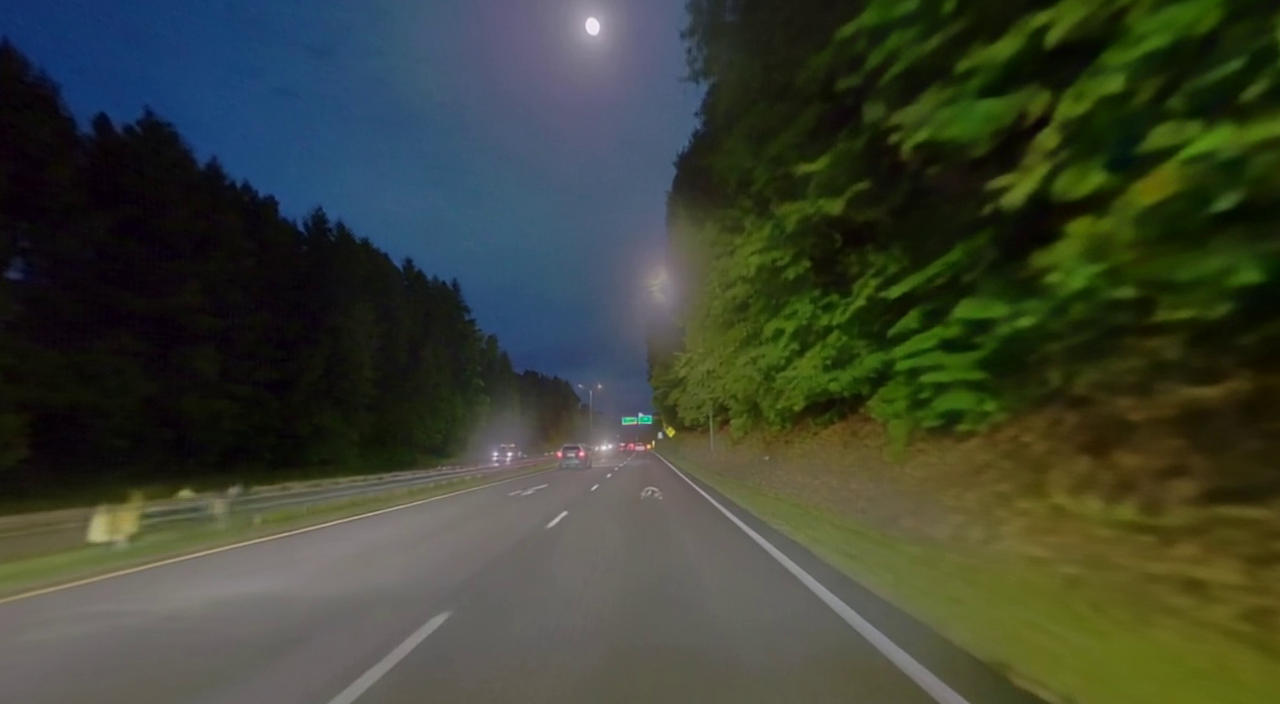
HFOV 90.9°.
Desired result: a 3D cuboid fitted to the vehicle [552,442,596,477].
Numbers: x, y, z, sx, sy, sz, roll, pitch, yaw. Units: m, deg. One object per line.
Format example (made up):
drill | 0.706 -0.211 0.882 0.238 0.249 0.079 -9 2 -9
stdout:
vehicle | -3.122 5.146 30.288 1.675 1.537 3.574 0 -9 1
